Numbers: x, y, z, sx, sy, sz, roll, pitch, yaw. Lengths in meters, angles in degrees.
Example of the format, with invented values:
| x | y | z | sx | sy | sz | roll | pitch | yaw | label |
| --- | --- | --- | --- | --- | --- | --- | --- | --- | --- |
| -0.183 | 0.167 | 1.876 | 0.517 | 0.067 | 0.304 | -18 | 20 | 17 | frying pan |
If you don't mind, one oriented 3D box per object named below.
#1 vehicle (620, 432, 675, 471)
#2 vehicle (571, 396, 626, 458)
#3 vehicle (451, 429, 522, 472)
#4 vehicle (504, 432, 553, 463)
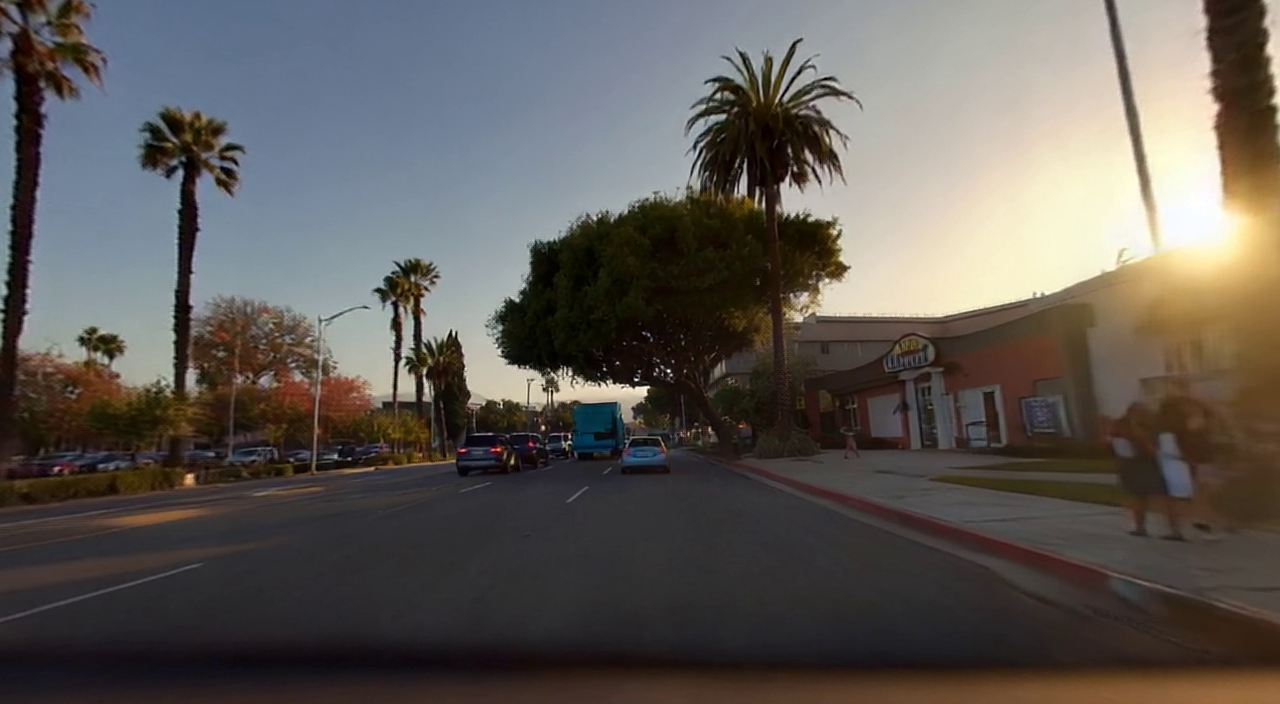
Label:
| x | y | z | sx | sy | sz | roll | pitch | yaw | label |
| --- | --- | --- | --- | --- | --- | --- | --- | --- | --- |
| 0.320 | 4.157 | 26.370 | 2.144 | 1.514 | 4.063 | 0 | -9 | 1 | vehicle |
| -2.757 | 5.659 | 45.981 | 2.992 | 3.949 | 11.815 | 0 | -9 | 1 | vehicle |
| -6.930 | 4.508 | 28.891 | 2.014 | 1.830 | 4.281 | 0 | -9 | 2 | vehicle |
| -6.733 | 5.856 | 38.501 | 2.143 | 1.736 | 4.648 | 0 | -9 | 0 | vehicle |
